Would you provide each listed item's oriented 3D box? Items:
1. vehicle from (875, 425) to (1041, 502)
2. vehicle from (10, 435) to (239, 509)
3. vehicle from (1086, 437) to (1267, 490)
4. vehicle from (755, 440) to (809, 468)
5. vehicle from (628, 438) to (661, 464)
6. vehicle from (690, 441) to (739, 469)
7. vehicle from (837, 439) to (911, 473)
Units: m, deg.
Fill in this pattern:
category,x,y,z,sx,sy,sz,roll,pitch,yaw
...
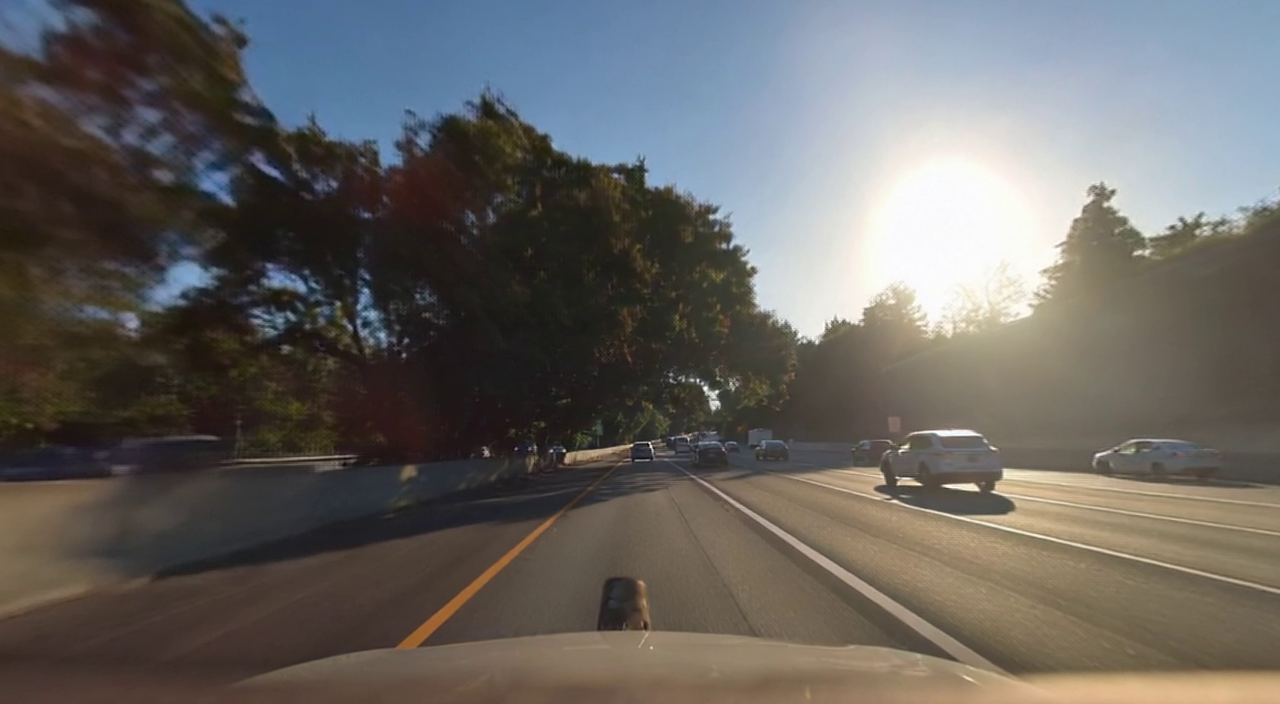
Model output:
category,x,y,z,sx,sy,sz,roll,pitch,yaw
vehicle,7.892,2.797,16.206,1.986,1.703,4.226,0,-8,-1
vehicle,-13.939,3.244,17.633,2.057,1.734,5.135,0,-8,0
vehicle,16.697,3.464,20.020,1.908,1.468,4.457,0,-8,2
vehicle,7.792,5.618,34.955,1.919,1.476,4.303,0,-8,-1
vehicle,0.286,6.595,42.284,2.124,1.639,4.122,0,-8,0
vehicle,4.033,5.615,34.662,2.118,1.438,4.312,0,-8,-1
vehicle,10.885,4.859,29.659,1.845,1.456,4.240,0,-8,0
